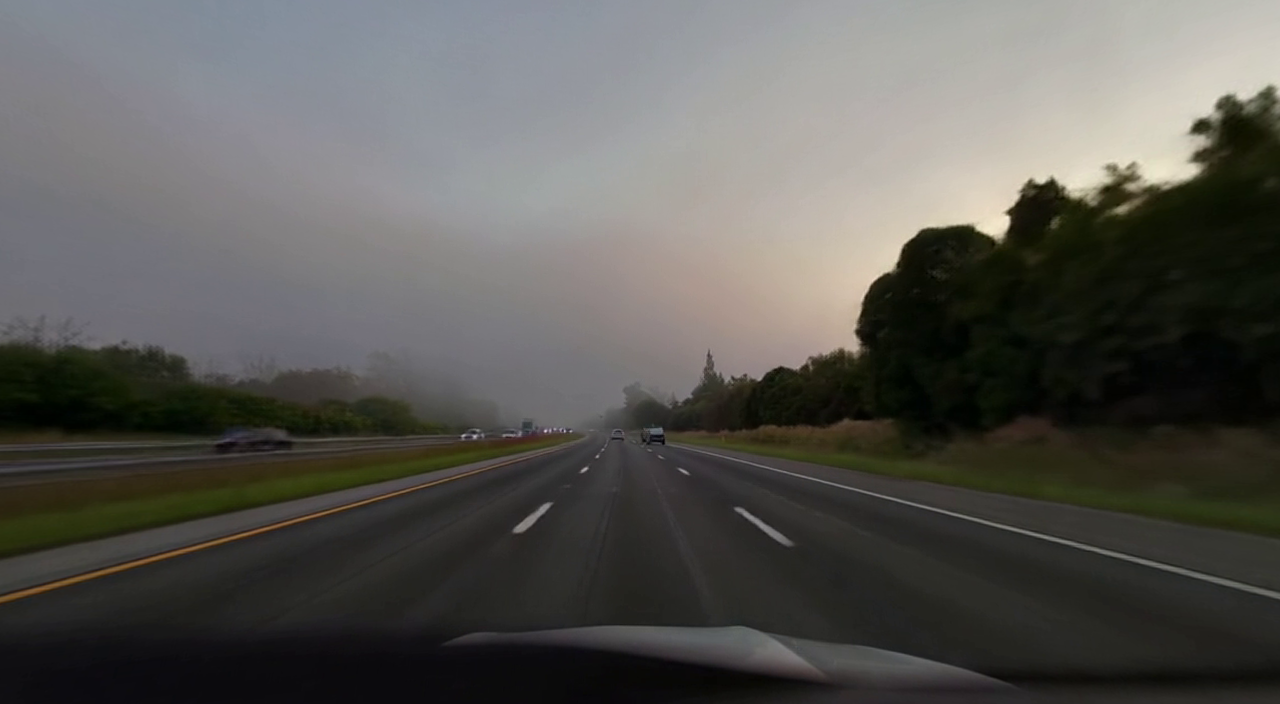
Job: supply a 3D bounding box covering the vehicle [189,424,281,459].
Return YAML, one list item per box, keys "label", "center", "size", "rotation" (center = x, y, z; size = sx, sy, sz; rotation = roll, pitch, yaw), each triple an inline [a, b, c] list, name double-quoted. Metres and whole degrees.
- label: "vehicle"
  center: [-20.125, 4.441, 31.525]
  size: [1.931, 1.622, 4.044]
  rotation: [0, -8, -2]
